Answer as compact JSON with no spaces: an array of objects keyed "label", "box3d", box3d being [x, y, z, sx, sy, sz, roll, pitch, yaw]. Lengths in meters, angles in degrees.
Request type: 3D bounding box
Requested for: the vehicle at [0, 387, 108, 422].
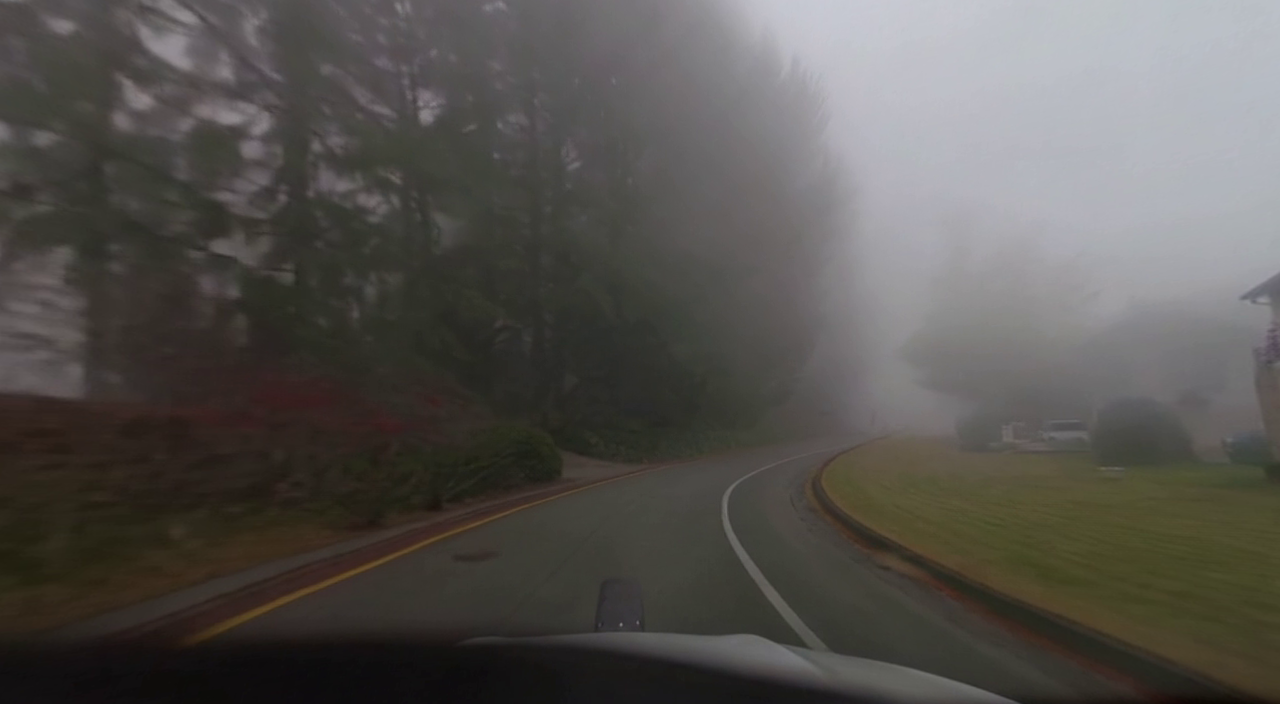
[{"label":"vehicle","box3d":[-38.993,3.497,41.299,2.424,2.051,5.709,-7,-9,33]}]
